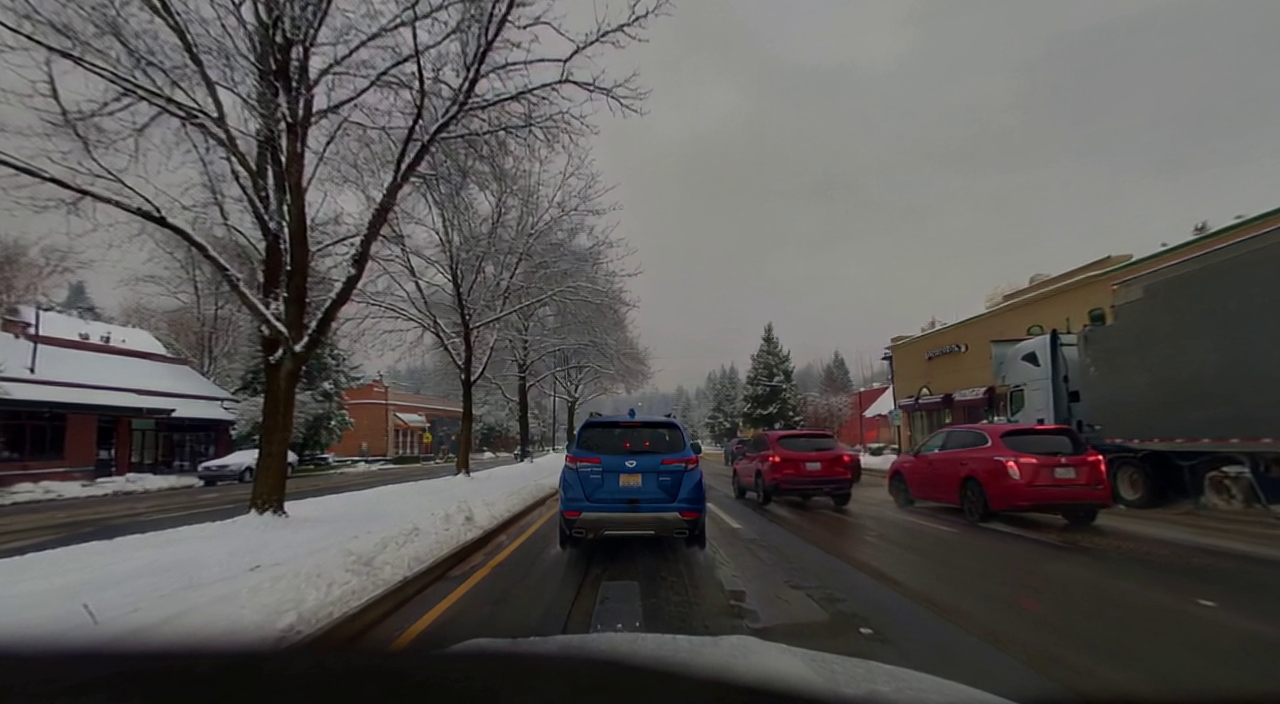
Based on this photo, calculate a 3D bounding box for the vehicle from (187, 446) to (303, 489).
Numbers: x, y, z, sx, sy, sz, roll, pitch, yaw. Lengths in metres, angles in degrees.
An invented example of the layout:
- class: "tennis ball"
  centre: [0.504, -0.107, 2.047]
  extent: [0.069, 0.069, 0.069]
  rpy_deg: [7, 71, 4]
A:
- class: "vehicle"
  centre: [-19.330, 5.636, 31.305]
  extent: [2.302, 1.939, 5.221]
  rpy_deg: [0, -9, 1]

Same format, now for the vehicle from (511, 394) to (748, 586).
- class: "vehicle"
  centre: [-0.121, 1.672, 8.409]
  extent: [2.320, 1.880, 4.192]
  rpy_deg: [0, -9, -1]

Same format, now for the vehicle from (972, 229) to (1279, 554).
- class: "vehicle"
  centre: [9.986, 0.352, 7.237]
  extent: [2.879, 4.284, 17.334]
  rpy_deg: [0, -9, 0]

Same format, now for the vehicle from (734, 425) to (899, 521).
- class: "vehicle"
  centre: [3.389, 2.435, 13.235]
  extent: [2.123, 1.648, 4.547]
  rpy_deg: [0, -9, 0]
